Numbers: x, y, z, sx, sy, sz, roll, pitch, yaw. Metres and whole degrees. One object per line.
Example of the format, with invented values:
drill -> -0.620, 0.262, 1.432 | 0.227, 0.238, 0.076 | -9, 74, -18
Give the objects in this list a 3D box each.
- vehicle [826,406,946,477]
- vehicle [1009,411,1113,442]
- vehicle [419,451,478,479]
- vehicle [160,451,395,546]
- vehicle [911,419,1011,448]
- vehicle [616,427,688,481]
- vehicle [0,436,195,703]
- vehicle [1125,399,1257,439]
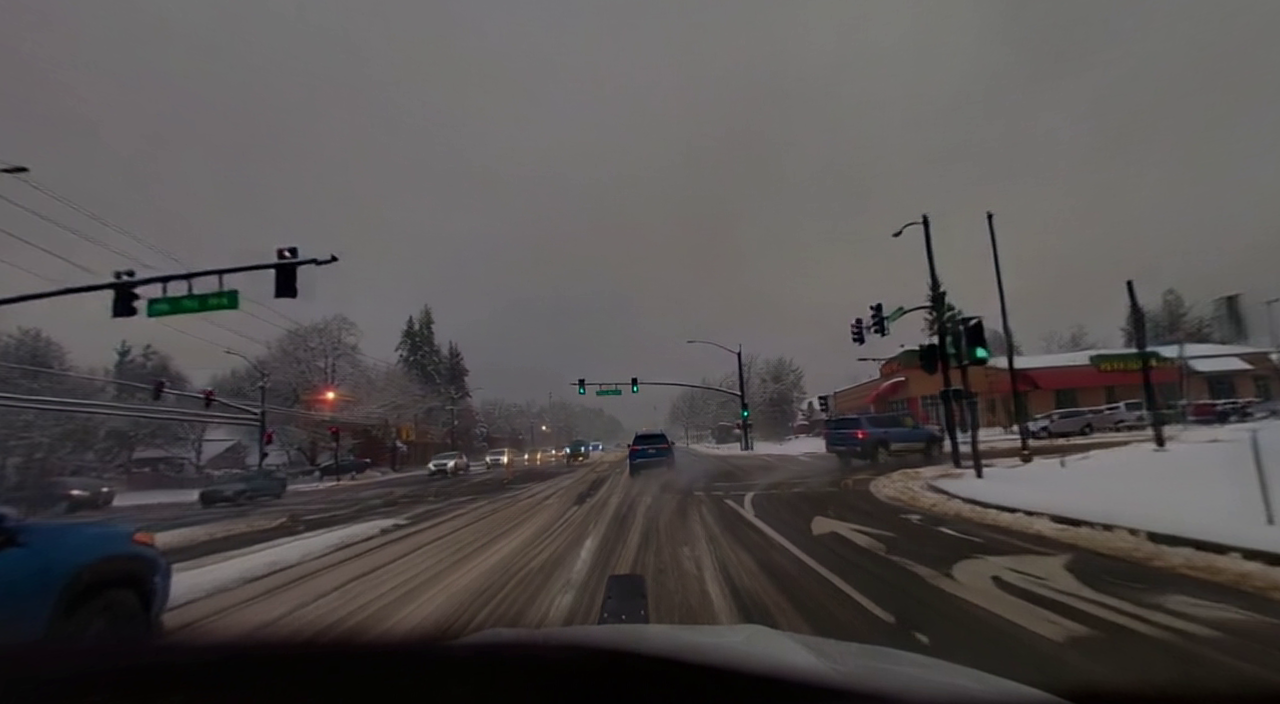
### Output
vehicle -> 8.882, 3.195, 22.377 | 2.452, 2.148, 5.877 | -6, -10, 35
vehicle -> 25.618, 4.570, 38.509 | 4.769, 1.486, 2.043 | -3, -9, 0
vehicle -> -11.254, 6.667, 37.453 | 2.016, 1.468, 4.612 | 0, -9, 0
vehicle -> -6.690, 2.702, 12.375 | 1.966, 1.461, 4.422 | 0, -9, 0
vehicle -> 17.643, 4.515, 34.782 | 4.430, 1.480, 1.923 | 0, -9, -1
vehicle -> 0.383, 3.968, 24.756 | 2.513, 1.854, 5.235 | 0, -9, -1
vehicle -> -3.699, 0.950, 1.666 | 1.996, 1.463, 4.094 | 0, -9, 1
vehicle -> 26.161, 3.220, 30.028 | 4.386, 1.760, 2.228 | 1, -9, -7
